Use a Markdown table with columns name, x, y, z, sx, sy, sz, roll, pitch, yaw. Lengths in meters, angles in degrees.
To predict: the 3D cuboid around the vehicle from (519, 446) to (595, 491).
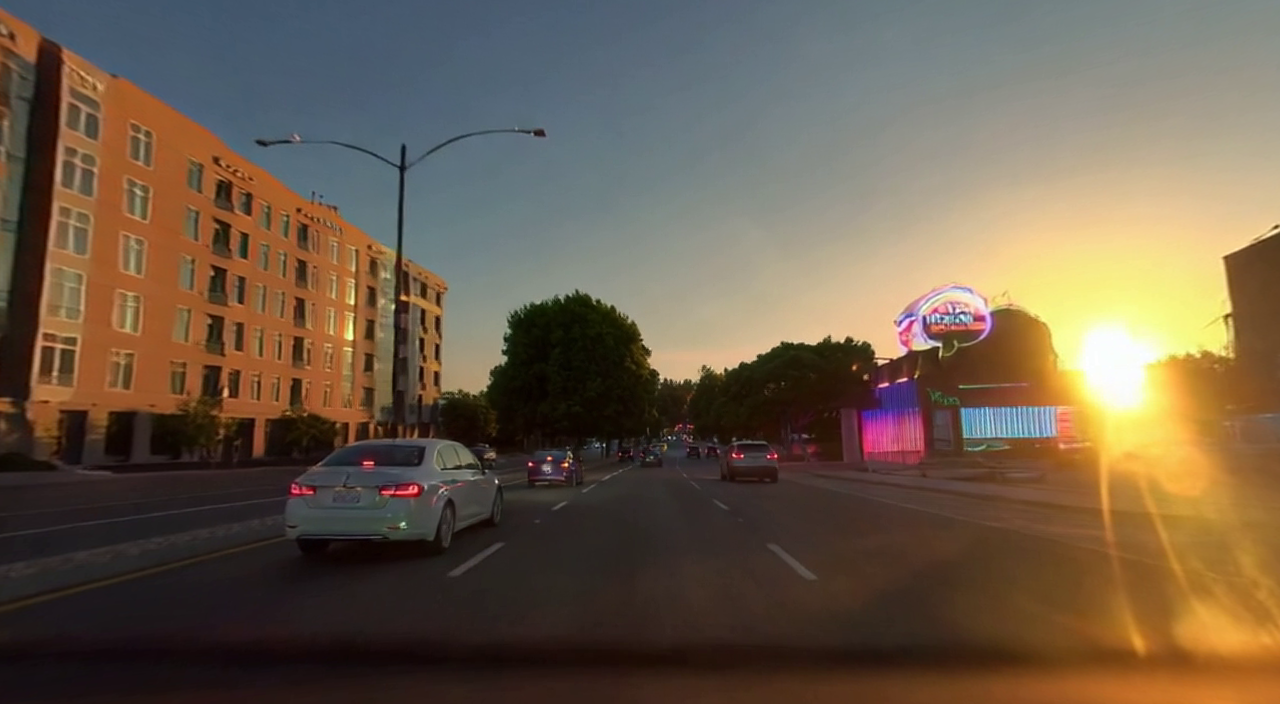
| name | x | y | z | sx | sy | sz | roll | pitch | yaw |
| --- | --- | --- | --- | --- | --- | --- | --- | --- | --- |
| vehicle | -2.894 | 4.158 | 22.934 | 1.980 | 1.454 | 4.226 | -1 | -9 | 3 |

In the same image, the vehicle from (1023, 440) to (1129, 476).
| name | x | y | z | sx | sy | sz | roll | pitch | yaw |
| --- | --- | --- | --- | --- | --- | --- | --- | --- | --- |
| vehicle | 18.041 | 4.383 | 26.133 | 3.368 | 1.389 | 1.595 | 2 | -9 | -11 |

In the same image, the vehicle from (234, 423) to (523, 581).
| name | x | y | z | sx | sy | sz | roll | pitch | yaw |
| --- | --- | --- | --- | --- | --- | --- | --- | --- | --- |
| vehicle | -3.069 | 1.867 | 8.676 | 2.118 | 1.568 | 4.436 | 0 | -9 | -1 |

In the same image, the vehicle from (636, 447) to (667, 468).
| name | x | y | z | sx | sy | sz | roll | pitch | yaw |
| --- | --- | --- | --- | --- | --- | --- | --- | --- | --- |
| vehicle | 0.887 | 7.778 | 46.575 | 2.164 | 1.477 | 3.988 | -1 | -9 | 2 |

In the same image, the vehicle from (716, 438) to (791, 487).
| name | x | y | z | sx | sy | sz | roll | pitch | yaw |
| --- | --- | --- | --- | --- | --- | --- | --- | --- | --- |
| vehicle | 4.296 | 4.255 | 24.493 | 2.103 | 1.699 | 4.171 | 0 | -9 | 0 |
